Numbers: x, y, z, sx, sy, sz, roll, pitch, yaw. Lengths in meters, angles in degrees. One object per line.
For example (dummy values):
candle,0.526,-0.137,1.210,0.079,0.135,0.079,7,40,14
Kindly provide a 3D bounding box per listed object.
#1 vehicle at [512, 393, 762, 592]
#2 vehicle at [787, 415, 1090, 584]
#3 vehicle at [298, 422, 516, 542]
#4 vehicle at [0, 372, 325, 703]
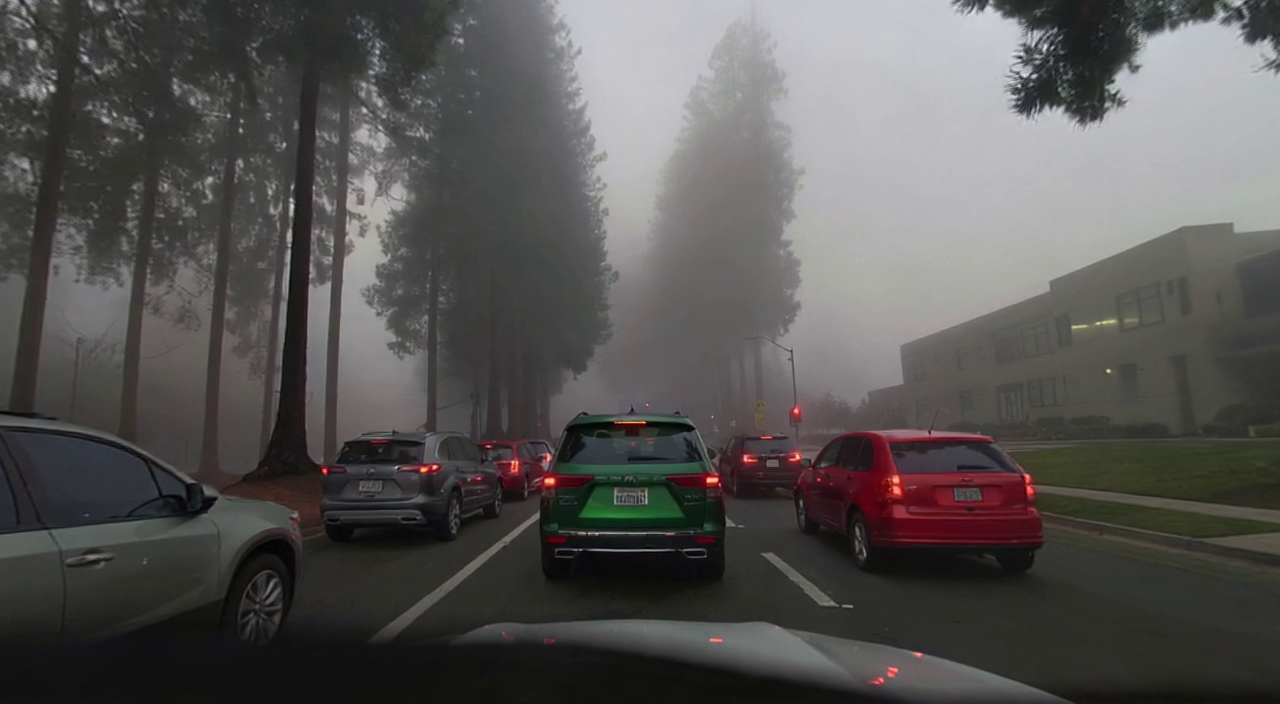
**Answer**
vehicle,-0.004,1.538,7.652,2.193,1.744,4.033,0,-8,1
vehicle,3.267,1.672,7.864,1.922,1.579,3.642,0,-8,-1
vehicle,-3.654,2.117,10.926,2.042,1.641,4.314,0,-8,1
vehicle,-3.780,0.995,3.308,1.929,1.641,4.193,0,-8,2
